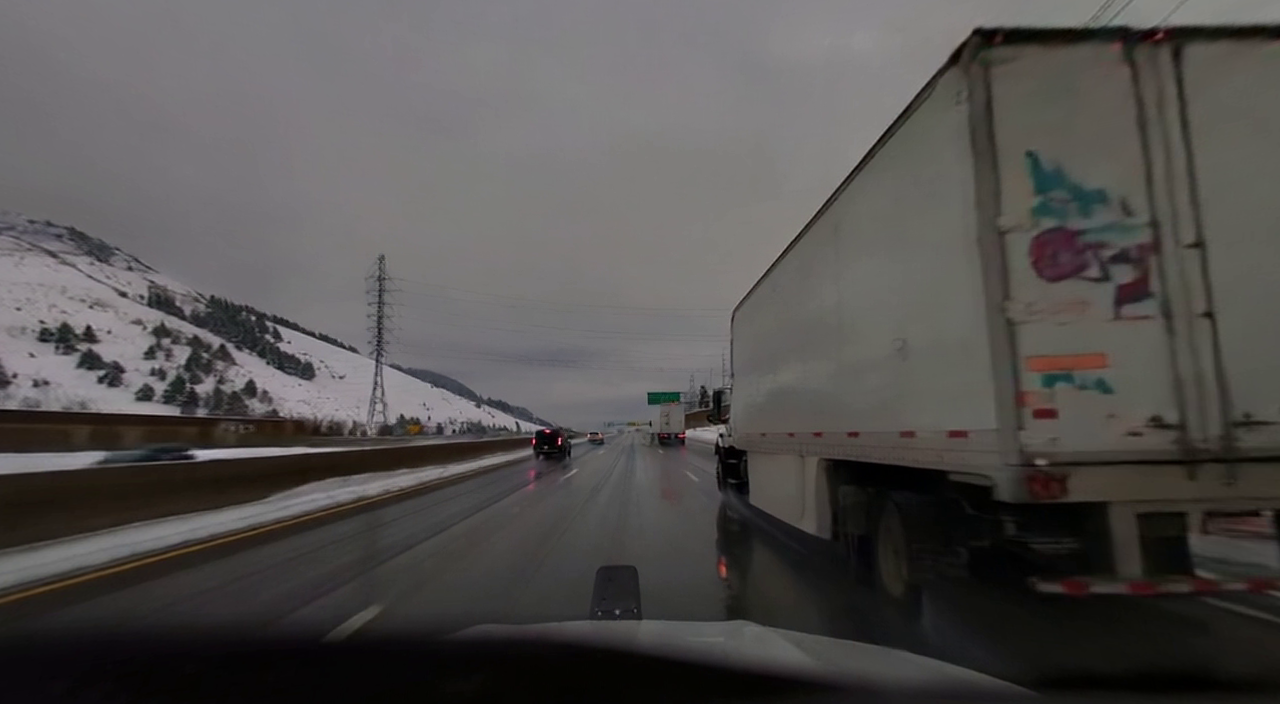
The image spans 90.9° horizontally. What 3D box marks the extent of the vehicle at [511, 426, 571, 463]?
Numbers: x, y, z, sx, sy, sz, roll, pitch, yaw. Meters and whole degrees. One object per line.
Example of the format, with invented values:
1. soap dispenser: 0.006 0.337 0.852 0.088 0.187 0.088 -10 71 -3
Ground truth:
1. vehicle: -4.277 4.080 27.916 1.965 1.486 4.448 0 -7 0

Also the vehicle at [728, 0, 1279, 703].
1. vehicle: 3.658 0.335 8.412 3.060 3.842 11.095 0 -8 -2

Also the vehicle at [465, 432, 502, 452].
1. vehicle: -12.294 7.081 49.705 1.879 1.472 4.325 0 -7 -1

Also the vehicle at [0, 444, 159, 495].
1. vehicle: -18.878 3.875 21.246 1.806 1.454 4.468 0 -7 -1
